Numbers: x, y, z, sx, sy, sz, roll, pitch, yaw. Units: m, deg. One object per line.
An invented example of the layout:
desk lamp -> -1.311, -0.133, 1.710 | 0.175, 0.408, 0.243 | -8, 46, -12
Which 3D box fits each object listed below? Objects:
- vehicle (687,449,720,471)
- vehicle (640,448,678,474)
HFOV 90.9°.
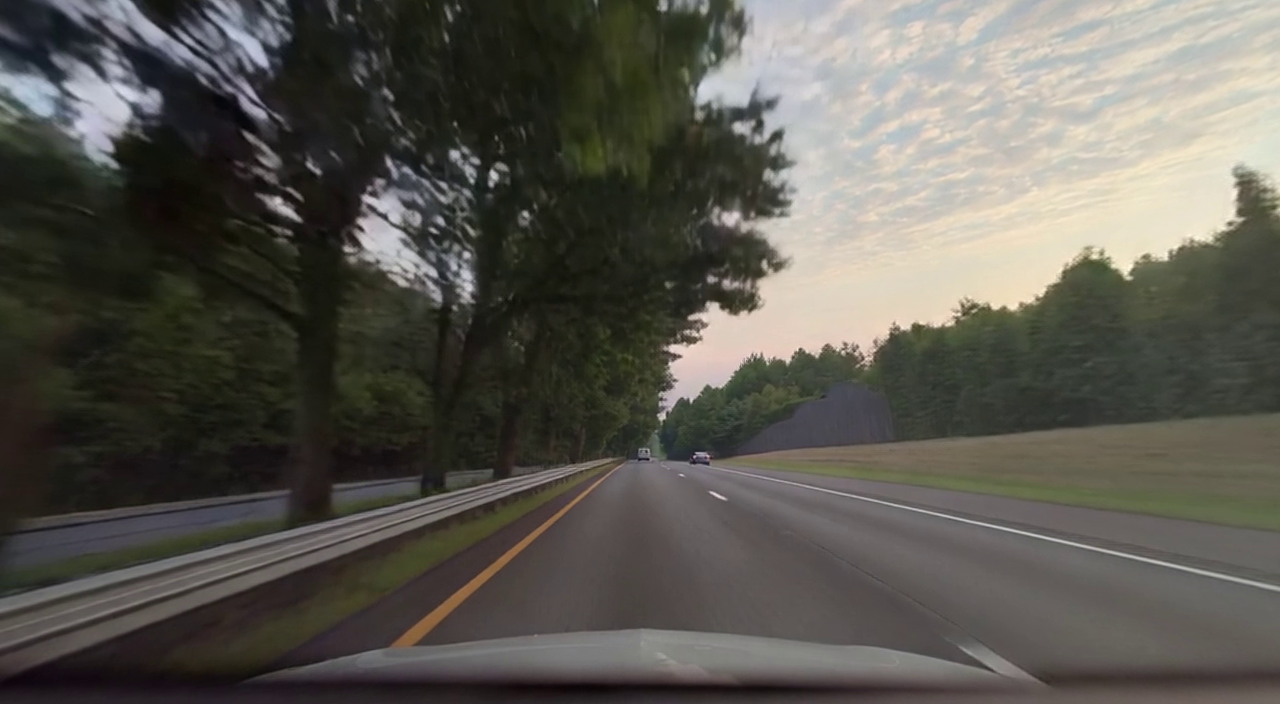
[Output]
vehicle -> 4.471, 7.645, 44.714 | 1.846, 1.485, 3.679 | 0, -9, -1
vehicle -> 1.121, 6.775, 39.232 | 2.162, 1.492, 3.975 | 0, -9, 0
